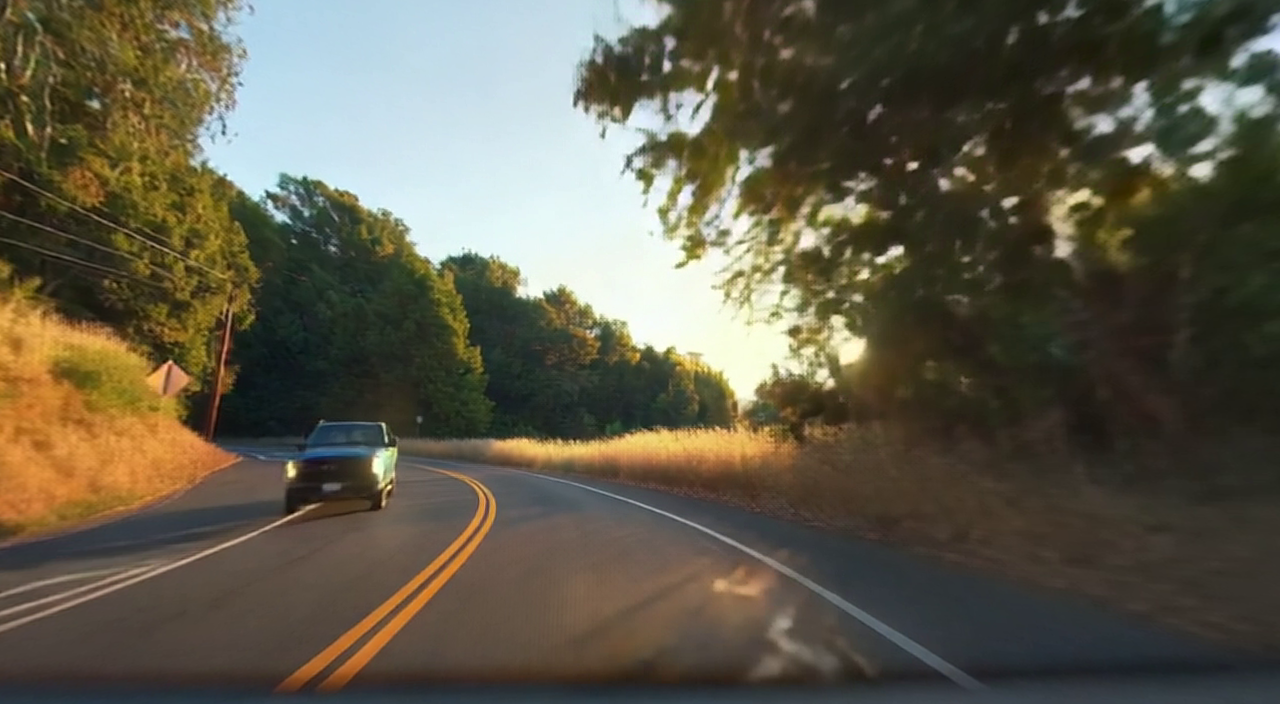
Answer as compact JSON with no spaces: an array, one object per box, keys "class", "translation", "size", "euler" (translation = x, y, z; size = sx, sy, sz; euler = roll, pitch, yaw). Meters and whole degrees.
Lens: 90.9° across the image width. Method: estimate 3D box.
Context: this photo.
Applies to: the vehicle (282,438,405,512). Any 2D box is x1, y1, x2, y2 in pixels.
[{"class":"vehicle","translation":[-6.840,2.811,15.066],"size":[2.063,1.443,4.488],"euler":[2,-9,-18]}]
